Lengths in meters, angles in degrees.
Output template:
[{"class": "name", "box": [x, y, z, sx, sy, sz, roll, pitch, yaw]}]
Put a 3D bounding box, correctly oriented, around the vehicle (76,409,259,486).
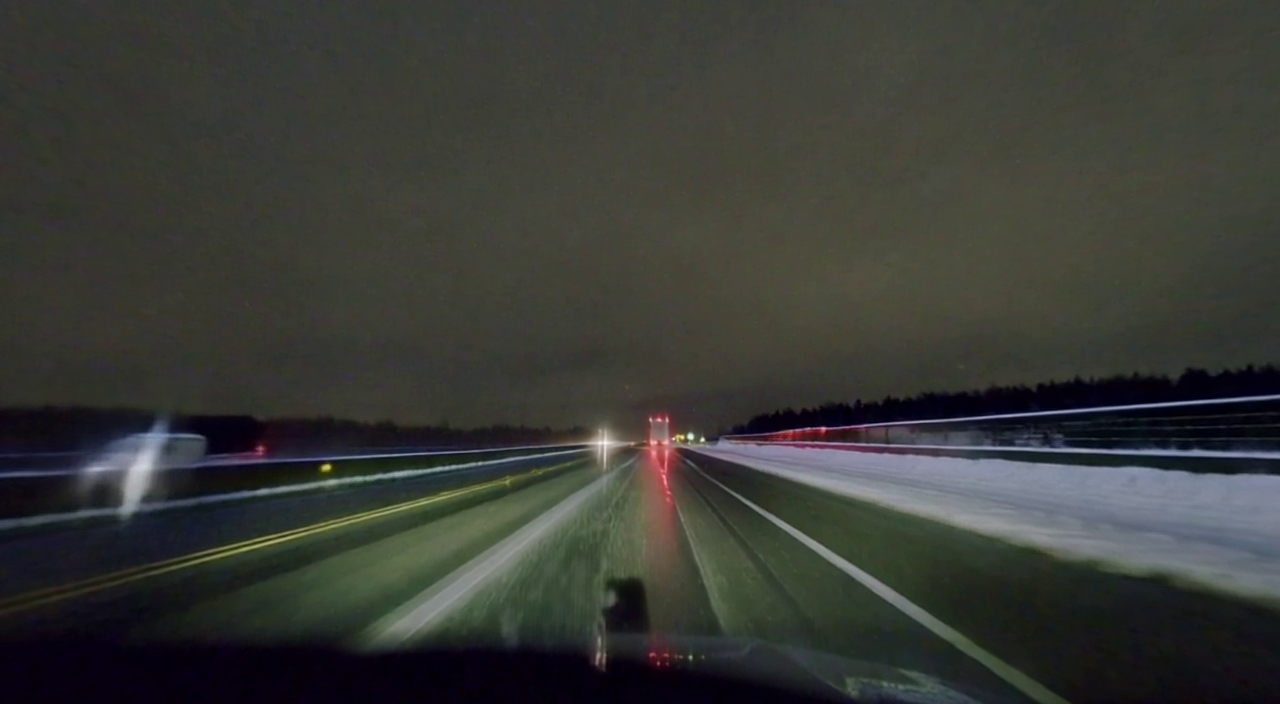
[{"class": "vehicle", "box": [-22.234, 4.591, 30.327, 2.761, 3.210, 7.561, 0, -8, 1]}]
